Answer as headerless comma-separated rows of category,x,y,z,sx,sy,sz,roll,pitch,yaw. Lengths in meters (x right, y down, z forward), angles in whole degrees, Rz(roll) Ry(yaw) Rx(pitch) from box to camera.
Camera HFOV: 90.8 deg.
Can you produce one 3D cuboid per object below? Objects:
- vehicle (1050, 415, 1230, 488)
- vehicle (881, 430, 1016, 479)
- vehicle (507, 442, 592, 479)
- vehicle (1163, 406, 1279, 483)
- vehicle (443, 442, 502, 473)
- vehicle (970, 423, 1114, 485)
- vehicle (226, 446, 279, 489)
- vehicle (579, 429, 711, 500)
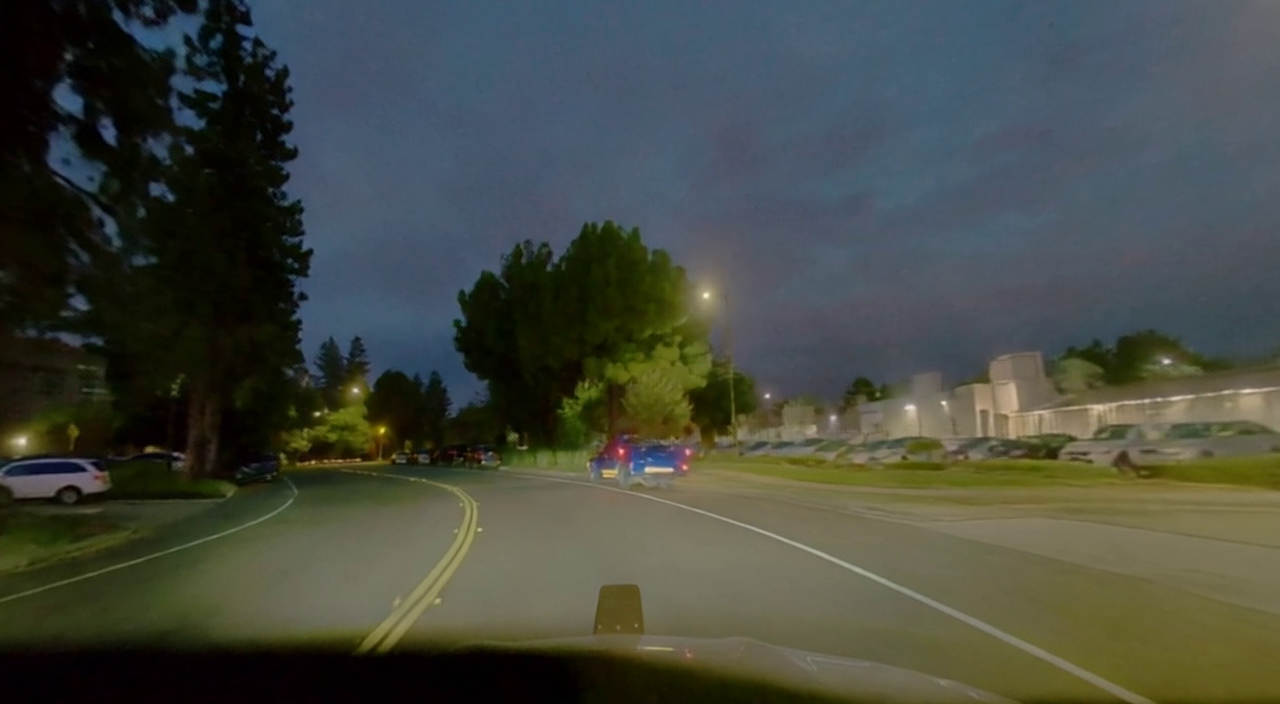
vehicle,13.675,2.634,17.277,4.372,1.723,2.229,3,-8,-29
vehicle,10.532,3.455,21.536,4.225,1.517,2.036,5,-10,-31
vehicle,-4.202,4.875,28.802,2.053,1.519,4.611,5,-10,-32
vehicle,15.057,2.193,15.028,5.110,1.570,2.206,5,-10,-30
vehicle,-10.248,6.361,38.401,2.055,1.731,4.686,5,-10,-32
vehicle,12.461,3.126,19.544,4.243,1.470,2.010,0,-9,-33
vehicle,-20.019,5.850,32.585,2.154,1.870,5.118,2,-8,-32
vehicle,-0.028,3.361,19.808,2.042,1.817,5.202,3,-7,-25
